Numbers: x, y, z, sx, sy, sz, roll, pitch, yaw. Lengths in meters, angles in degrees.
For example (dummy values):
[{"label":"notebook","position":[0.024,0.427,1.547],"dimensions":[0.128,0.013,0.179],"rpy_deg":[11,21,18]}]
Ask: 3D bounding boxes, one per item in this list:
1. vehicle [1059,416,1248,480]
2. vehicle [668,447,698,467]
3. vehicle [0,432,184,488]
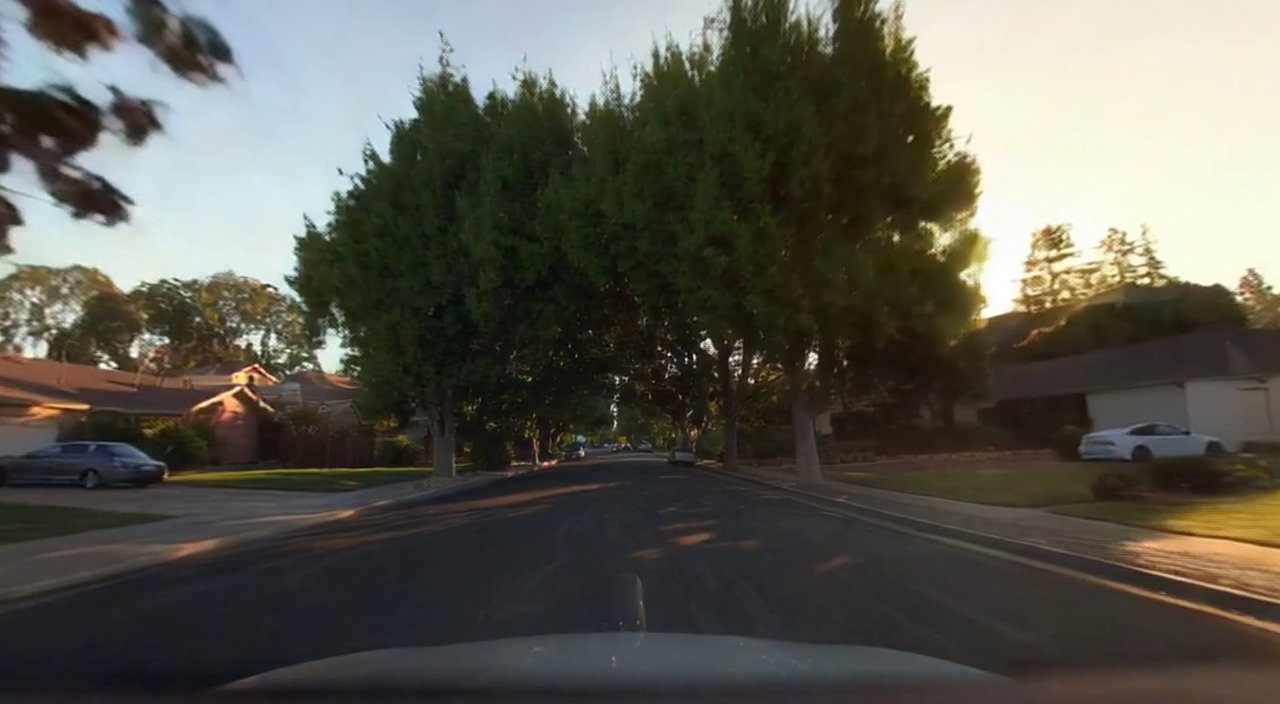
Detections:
[{"label":"vehicle","position":[15.202,2.845,18.702],"dimensions":[4.468,1.728,2.135],"rpy_deg":[3,-9,-19]},{"label":"vehicle","position":[3.336,8.208,49.357],"dimensions":[2.011,1.521,4.292],"rpy_deg":[0,-9,0]},{"label":"vehicle","position":[-16.013,3.069,17.967],"dimensions":[4.351,1.474,2.015],"rpy_deg":[0,-9,-2]}]
